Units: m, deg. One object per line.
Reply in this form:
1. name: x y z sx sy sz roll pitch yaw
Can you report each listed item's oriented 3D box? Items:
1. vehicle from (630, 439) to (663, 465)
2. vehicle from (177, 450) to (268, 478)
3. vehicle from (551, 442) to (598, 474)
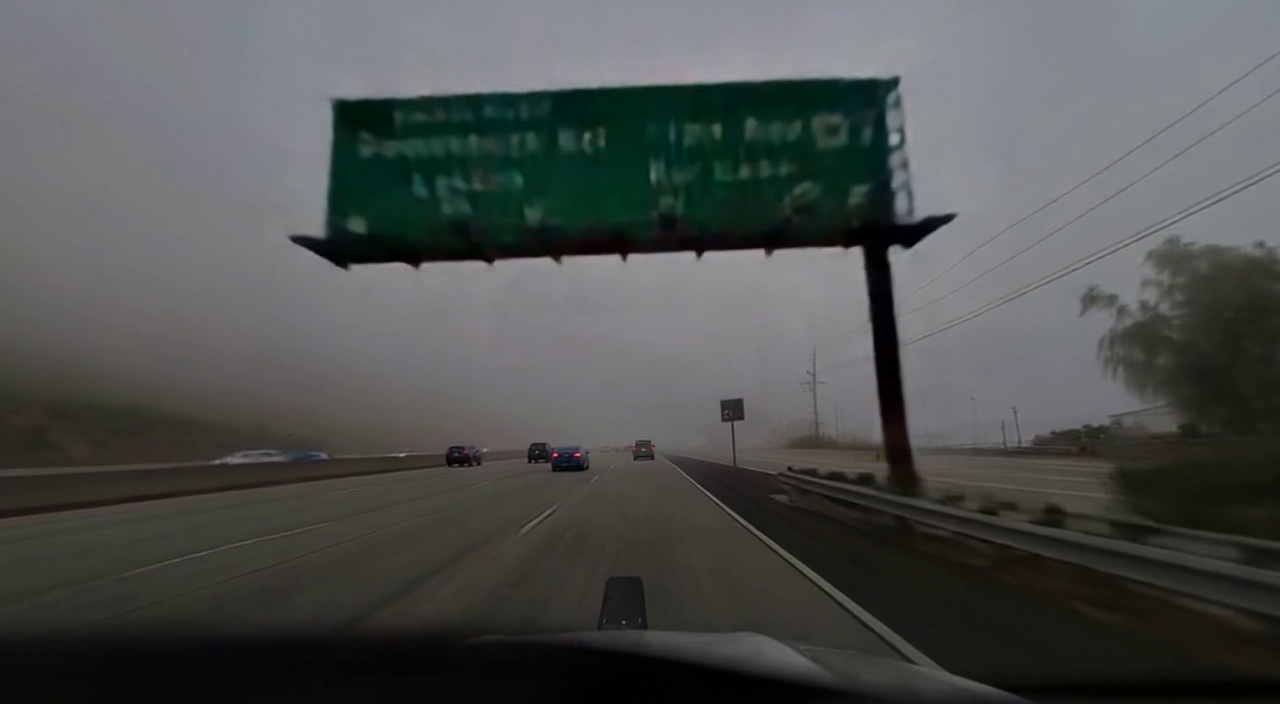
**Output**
1. vehicle: 0.417 7.010 44.452 2.194 1.737 4.127 0 -8 0
2. vehicle: -28.076 7.496 42.711 2.224 1.702 5.576 -1 -8 1
3. vehicle: -3.387 5.560 33.316 1.967 1.517 4.808 0 -8 0
